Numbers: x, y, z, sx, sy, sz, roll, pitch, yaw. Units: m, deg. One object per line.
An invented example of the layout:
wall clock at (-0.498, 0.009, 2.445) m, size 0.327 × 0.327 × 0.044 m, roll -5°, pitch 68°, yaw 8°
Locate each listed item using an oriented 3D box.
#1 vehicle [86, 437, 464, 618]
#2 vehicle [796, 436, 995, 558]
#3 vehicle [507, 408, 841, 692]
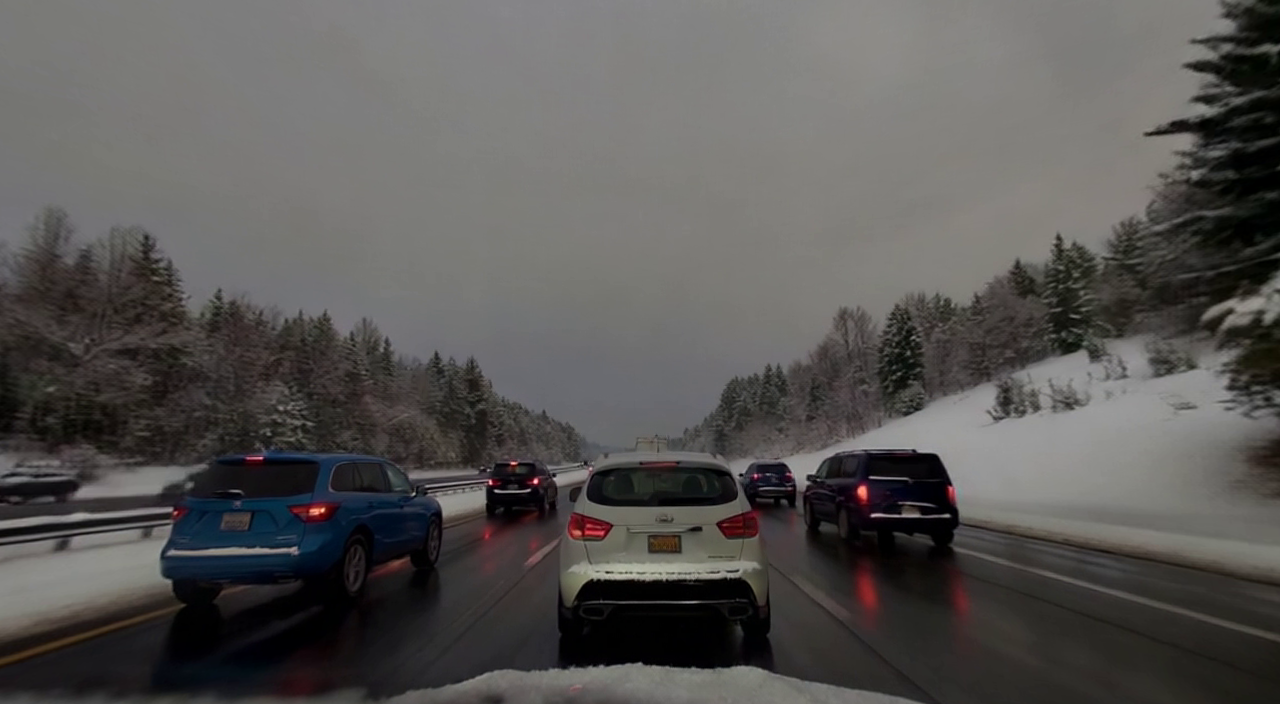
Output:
vehicle at (-3.854, 1.958, 7.795) m, size 1.994 × 1.556 × 4.263 m, roll 0°, pitch -11°, yaw 1°
vehicle at (4.569, 2.691, 12.136) m, size 1.984 × 1.876 × 4.287 m, roll 1°, pitch -11°, yaw 0°
vehicle at (0.219, 1.608, 6.062) m, size 2.057 × 1.725 × 4.126 m, roll 1°, pitch -11°, yaw 0°
